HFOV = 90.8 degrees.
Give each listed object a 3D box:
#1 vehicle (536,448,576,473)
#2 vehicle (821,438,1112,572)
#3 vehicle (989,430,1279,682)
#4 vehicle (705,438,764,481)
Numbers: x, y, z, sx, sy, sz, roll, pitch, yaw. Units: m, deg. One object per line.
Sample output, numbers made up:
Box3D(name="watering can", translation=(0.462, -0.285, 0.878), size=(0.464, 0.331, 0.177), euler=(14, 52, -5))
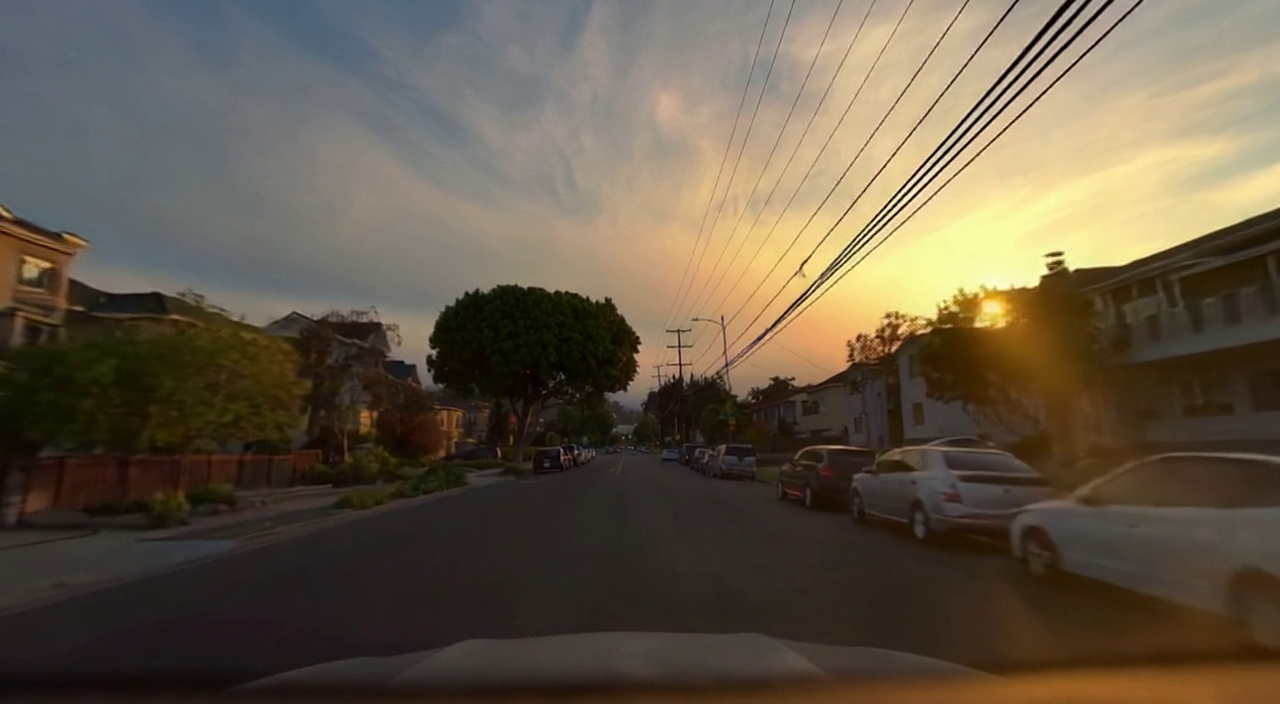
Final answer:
Box3D(name="vehicle", translation=(-5.501, 7.165, 41.792), size=(2.031, 1.468, 4.165), euler=(-2, -9, 0))
Box3D(name="vehicle", translation=(4.584, 2.174, 9.975), size=(1.835, 1.554, 4.870), euler=(0, -8, -2))
Box3D(name="vehicle", translation=(4.699, 1.317, 4.510), size=(1.859, 1.469, 4.550), euler=(0, -8, 1))
Box3D(name="vehicle", translation=(4.479, 5.165, 30.653), size=(2.086, 1.885, 4.323), euler=(0, -8, -1))
